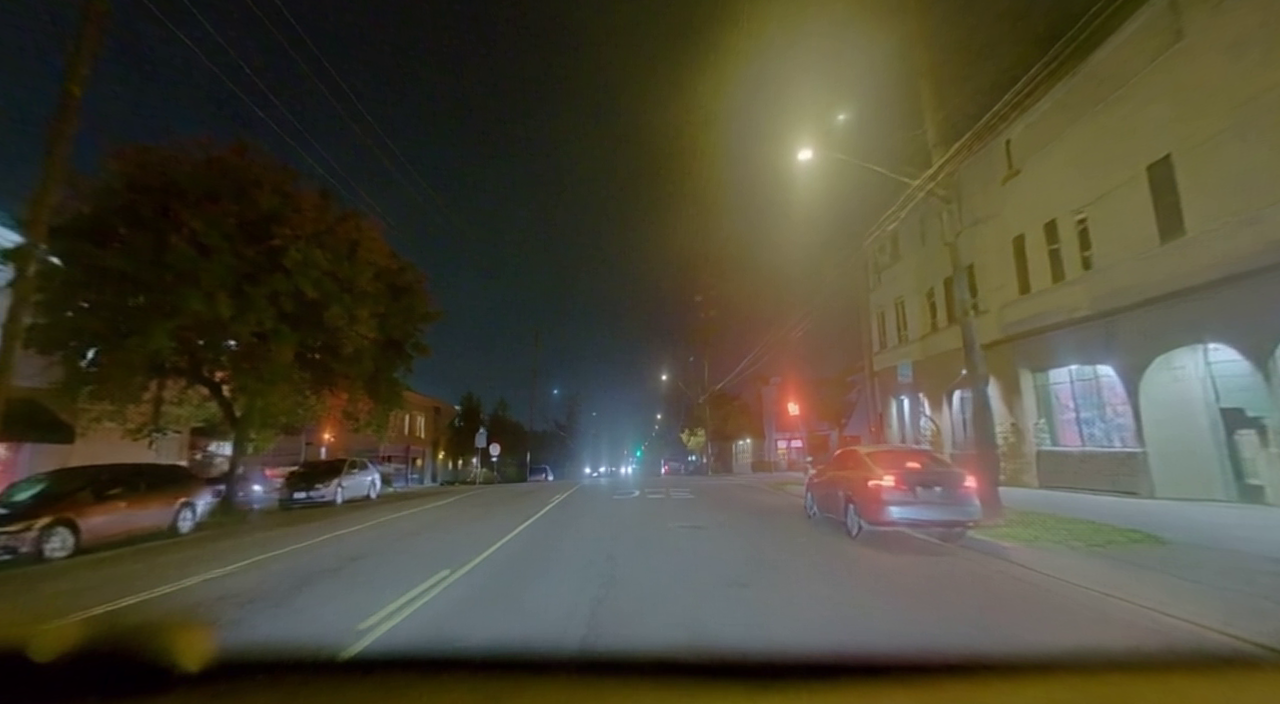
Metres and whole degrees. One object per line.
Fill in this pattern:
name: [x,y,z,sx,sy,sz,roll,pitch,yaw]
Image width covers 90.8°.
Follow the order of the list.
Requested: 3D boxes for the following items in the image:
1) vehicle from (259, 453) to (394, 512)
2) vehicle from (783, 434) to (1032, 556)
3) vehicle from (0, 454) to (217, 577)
vehicle: [-9.472,3.942,19.623,2.000,1.495,4.687,0,-9,-3]
vehicle: [3.814,2.115,10.145,1.946,1.468,4.721,0,-9,0]
vehicle: [-9.413,2.609,10.599,1.884,1.526,4.061,-5,-8,0]
